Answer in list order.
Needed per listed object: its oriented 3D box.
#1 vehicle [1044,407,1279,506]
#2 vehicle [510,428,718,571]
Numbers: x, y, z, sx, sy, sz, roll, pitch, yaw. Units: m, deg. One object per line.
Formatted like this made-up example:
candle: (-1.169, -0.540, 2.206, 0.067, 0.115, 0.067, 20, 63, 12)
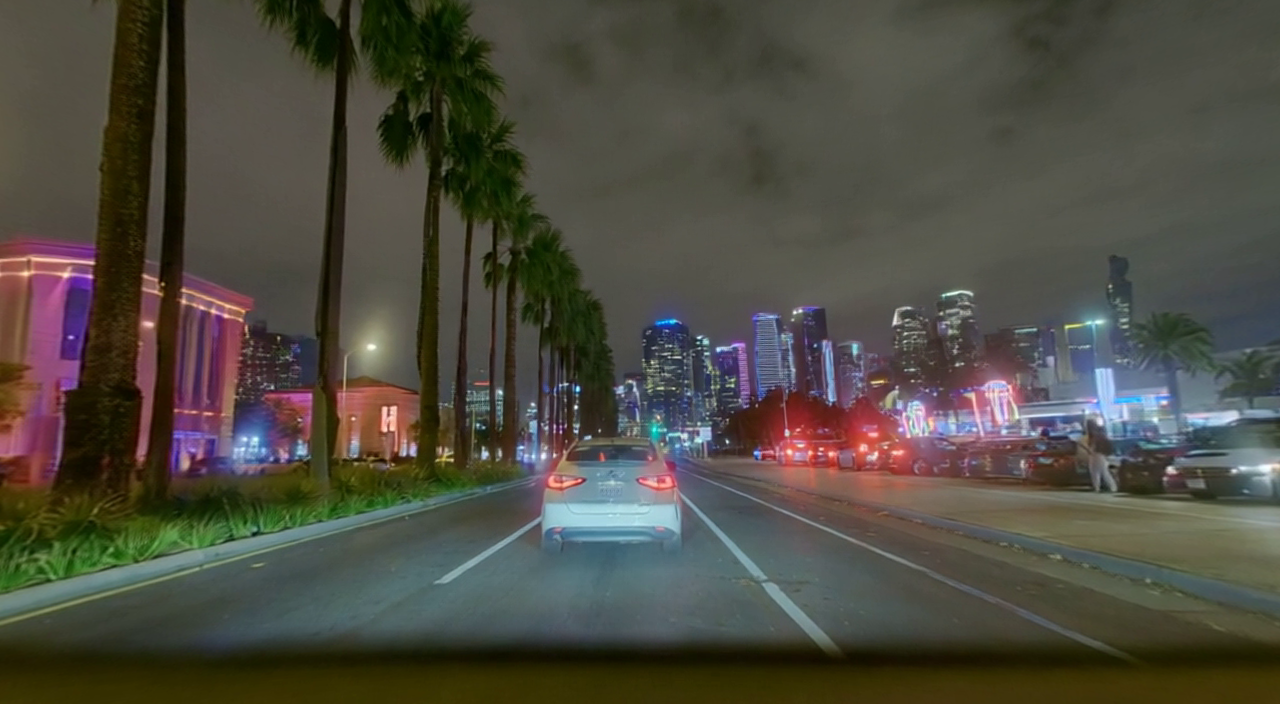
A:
vehicle: (12.897, 2.362, 14.535, 5.301, 1.962, 2.431, -3, -8, 4)
vehicle: (-0.272, 1.881, 8.781, 2.235, 1.528, 3.876, 0, -8, 0)
